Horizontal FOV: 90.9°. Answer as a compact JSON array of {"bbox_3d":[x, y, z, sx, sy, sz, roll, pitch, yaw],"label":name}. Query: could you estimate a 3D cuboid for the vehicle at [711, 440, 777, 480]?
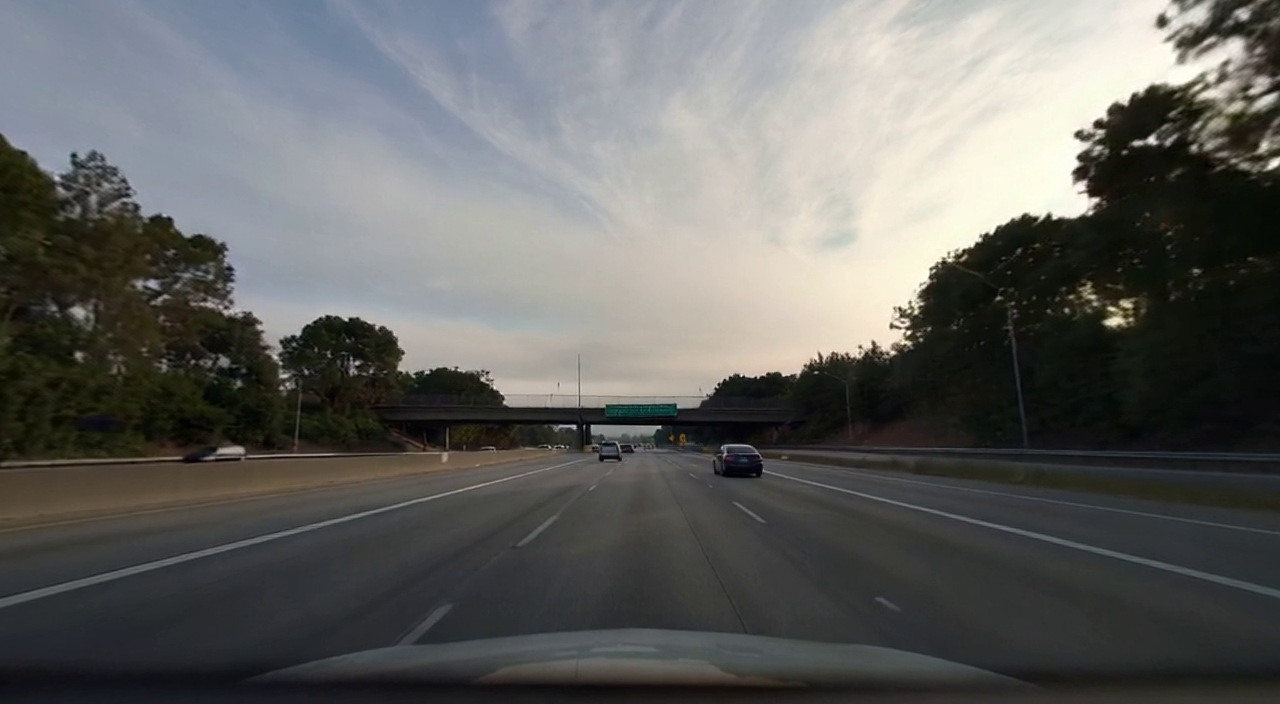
[{"bbox_3d":[4.103,4.349,25.653,1.908,1.483,4.259,0,-8,-1],"label":"vehicle"}]
